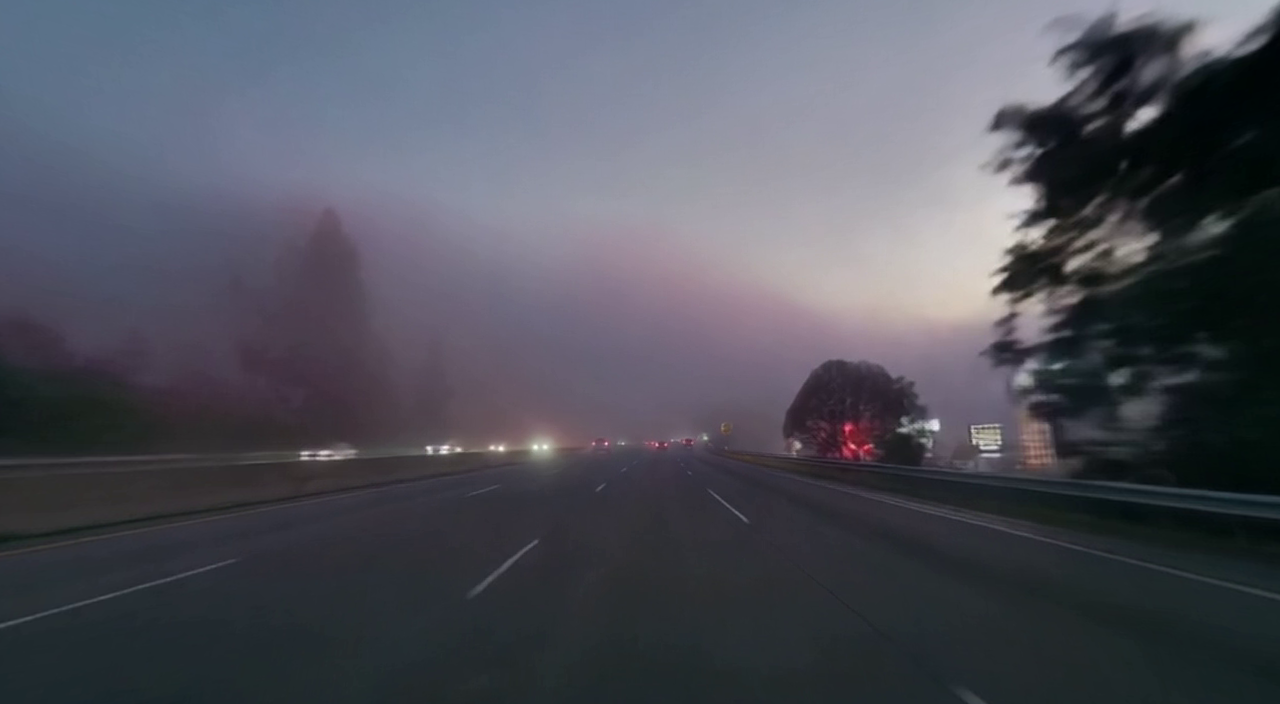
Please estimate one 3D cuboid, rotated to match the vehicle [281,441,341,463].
[{"bbox_3d":[-24.383,7.425,46.989,1.971,1.536,4.444,-1,-8,2],"label":"vehicle"}]
